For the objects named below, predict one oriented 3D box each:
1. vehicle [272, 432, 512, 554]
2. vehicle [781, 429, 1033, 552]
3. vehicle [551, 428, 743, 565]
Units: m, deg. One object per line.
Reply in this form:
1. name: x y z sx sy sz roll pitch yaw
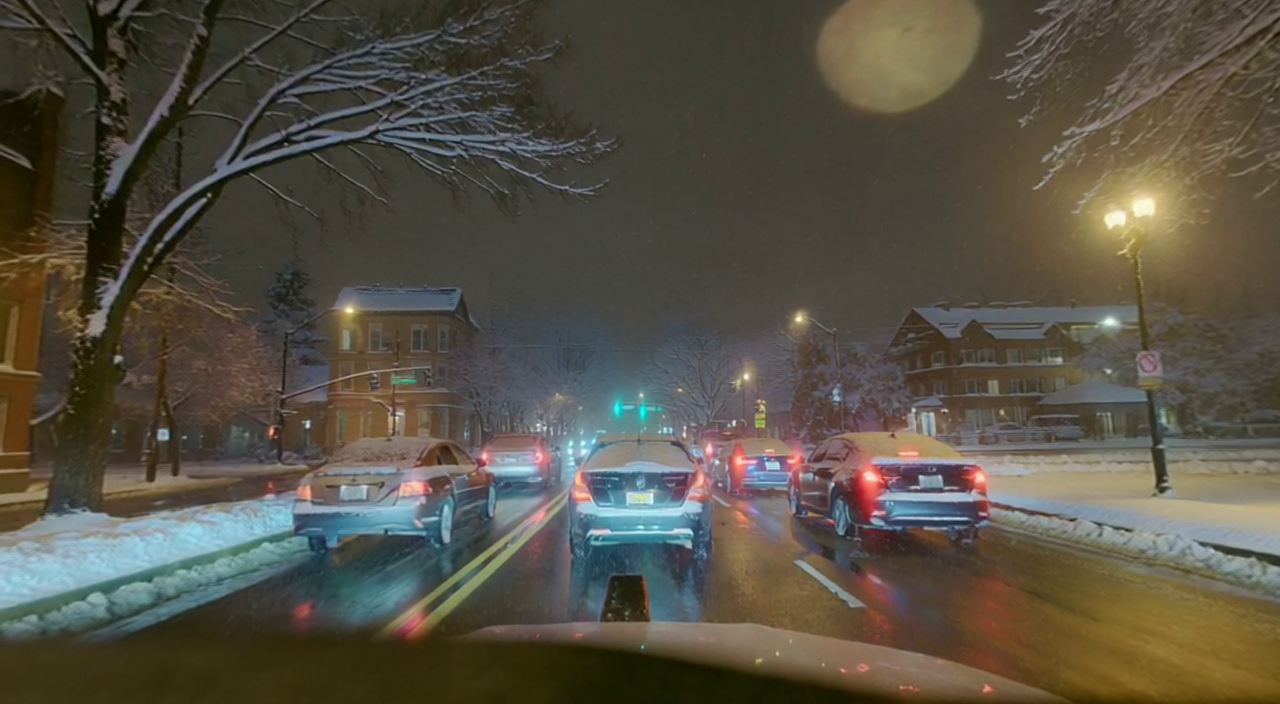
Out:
1. vehicle: -3.458 2.034 9.817 2.002 1.465 4.098 0 -8 1
2. vehicle: 3.782 2.027 10.010 1.990 1.486 4.431 0 -8 -1
3. vehicle: 0.053 1.878 8.934 2.101 1.480 3.929 0 -8 -1
